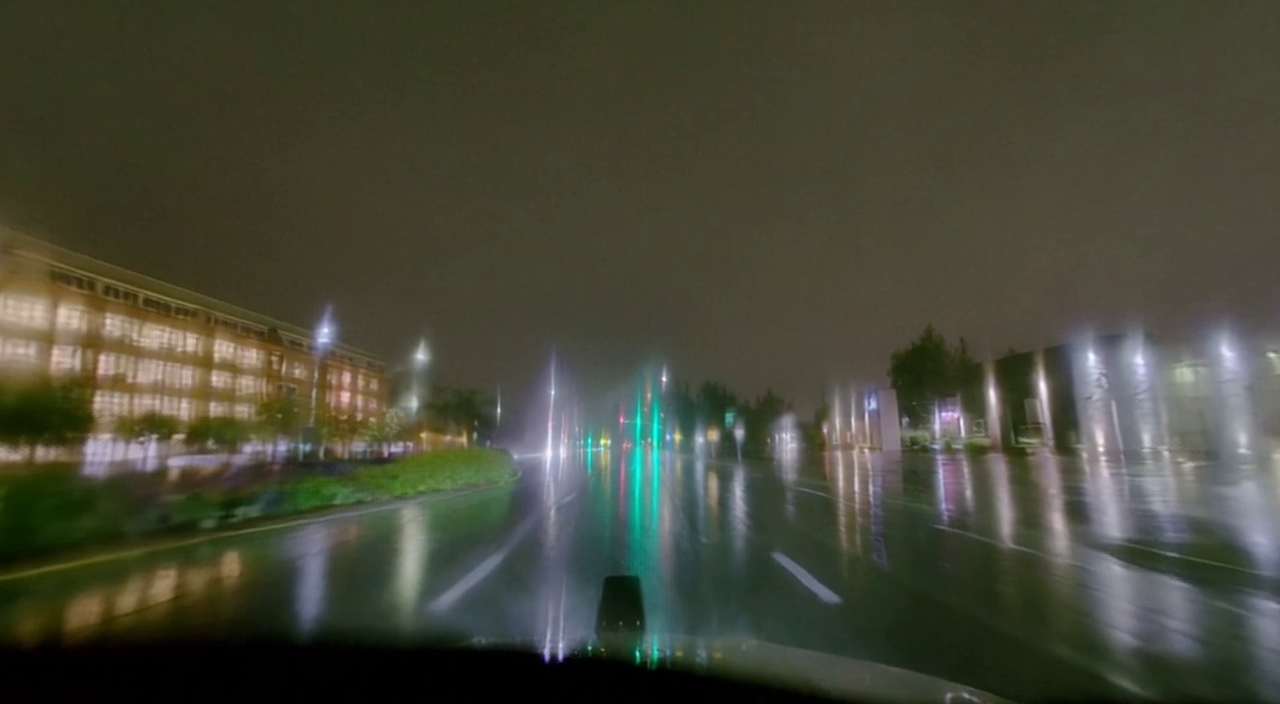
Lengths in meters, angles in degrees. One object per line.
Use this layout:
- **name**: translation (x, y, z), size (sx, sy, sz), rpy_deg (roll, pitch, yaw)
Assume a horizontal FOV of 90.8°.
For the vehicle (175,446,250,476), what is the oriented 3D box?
- **vehicle**: translation (-28.342, 7.205, 42.049), size (1.987, 1.872, 4.150), rpy_deg (0, -8, 0)
